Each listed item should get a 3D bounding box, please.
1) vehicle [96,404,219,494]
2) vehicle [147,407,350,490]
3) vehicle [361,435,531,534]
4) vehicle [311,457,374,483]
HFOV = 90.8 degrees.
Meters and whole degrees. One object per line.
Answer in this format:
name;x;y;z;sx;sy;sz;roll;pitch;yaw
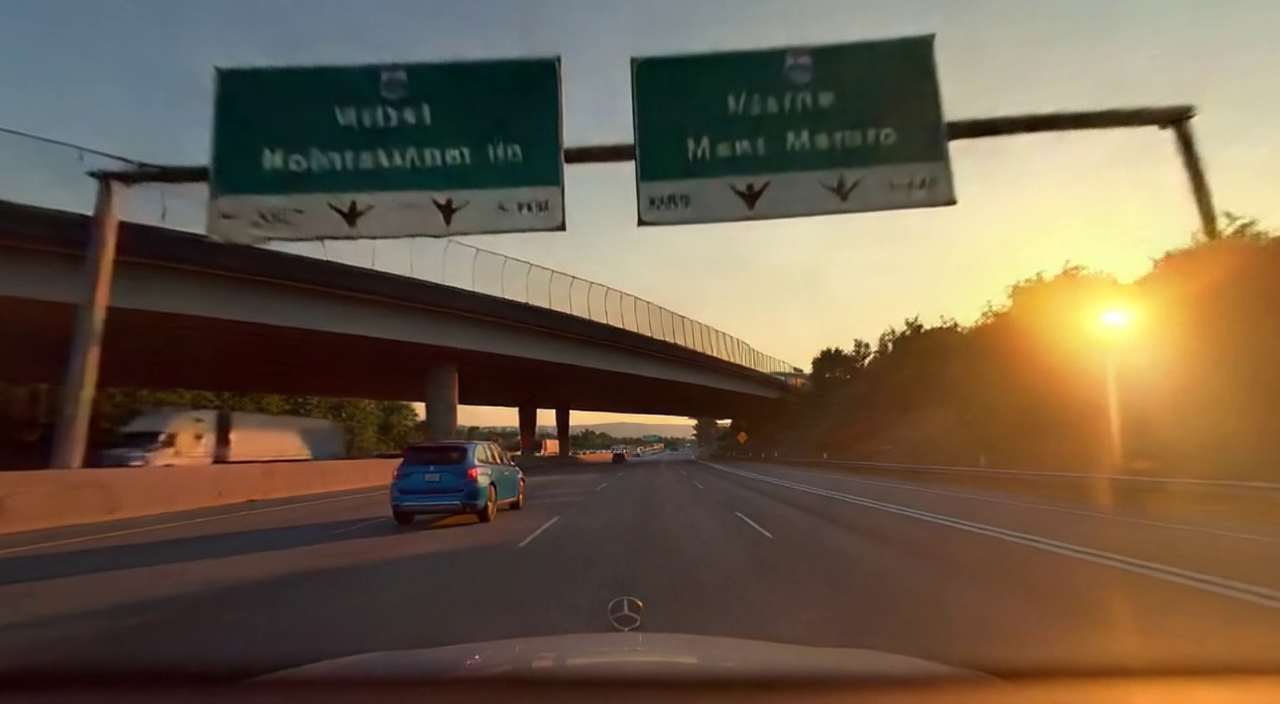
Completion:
vehicle;-22.758;4.574;29.992;2.954;4.005;3.206;0;-9;1
vehicle;-22.572;5.805;38.257;2.839;4.056;14.261;0;-9;2
vehicle;-3.598;2.522;12.623;2.016;1.623;4.126;0;-9;1
vehicle;-18.336;7.271;39.112;1.887;1.417;3.931;-1;-9;2
